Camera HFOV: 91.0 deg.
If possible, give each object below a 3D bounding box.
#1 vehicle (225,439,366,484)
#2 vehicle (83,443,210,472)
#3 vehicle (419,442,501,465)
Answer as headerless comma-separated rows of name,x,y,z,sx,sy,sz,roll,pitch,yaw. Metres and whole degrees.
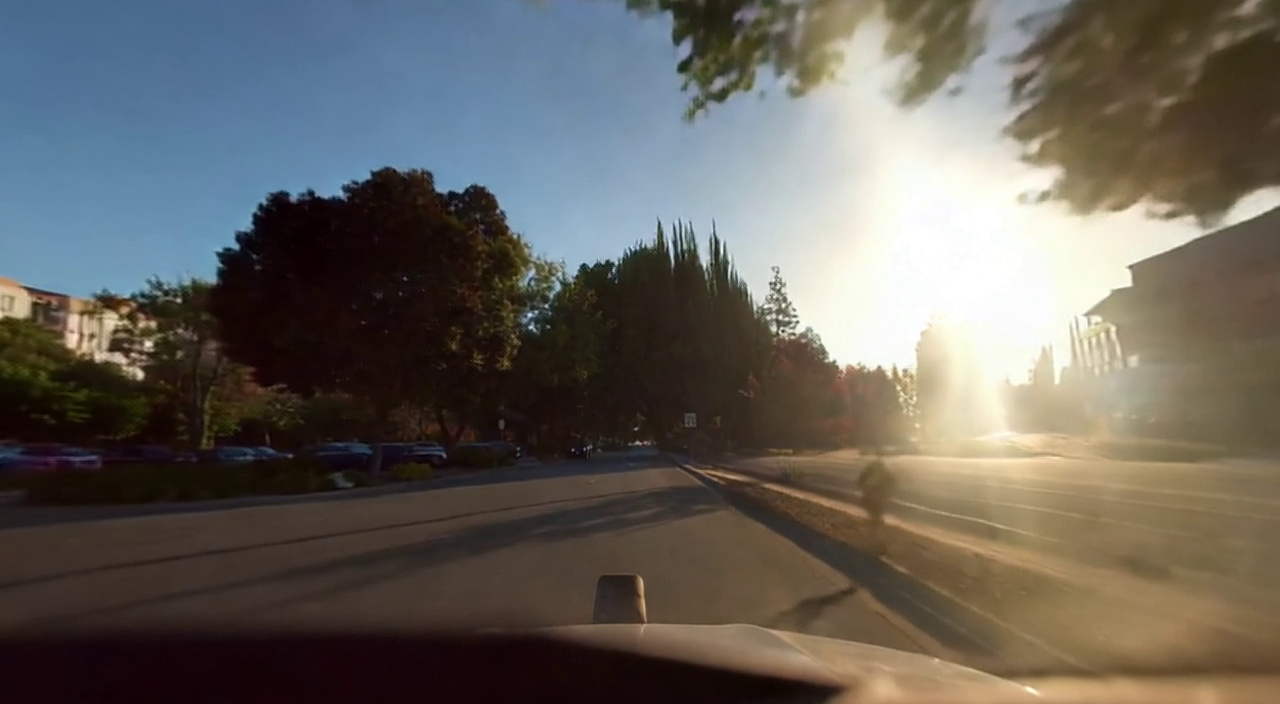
vehicle,-13.670,4.343,25.157,4.422,1.694,2.026,0,-7,1
vehicle,-26.680,5.693,34.181,5.024,1.494,2.242,0,-7,1
vehicle,-12.930,7.325,45.485,5.300,1.432,1.951,1,-8,-1
